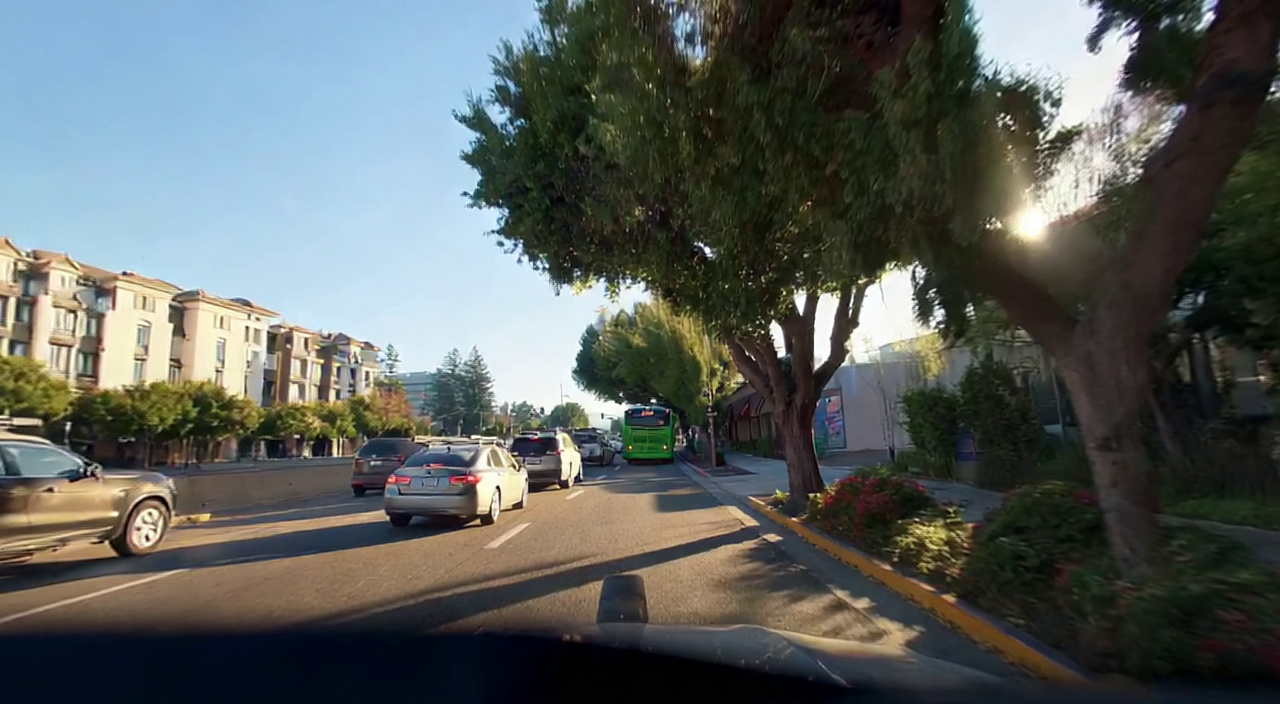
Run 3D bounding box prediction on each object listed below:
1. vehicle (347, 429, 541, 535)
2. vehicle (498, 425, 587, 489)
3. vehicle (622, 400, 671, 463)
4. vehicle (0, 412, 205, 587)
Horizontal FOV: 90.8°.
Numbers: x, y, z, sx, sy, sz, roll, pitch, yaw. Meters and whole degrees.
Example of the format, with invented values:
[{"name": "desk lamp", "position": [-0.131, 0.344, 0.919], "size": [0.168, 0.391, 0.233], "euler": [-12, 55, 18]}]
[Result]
[{"name": "vehicle", "position": [-3.302, 2.301, 11.789], "size": [2.042, 1.571, 4.475], "euler": [0, -9, 2]}, {"name": "vehicle", "position": [-3.150, 3.539, 21.599], "size": [2.095, 1.892, 5.043], "euler": [0, -9, 2]}, {"name": "vehicle", "position": [0.531, 5.837, 45.155], "size": [2.970, 3.857, 12.200], "euler": [0, -9, 1]}, {"name": "vehicle", "position": [-7.347, 1.517, 6.662], "size": [2.252, 1.686, 4.447], "euler": [0, -9, 1]}]
